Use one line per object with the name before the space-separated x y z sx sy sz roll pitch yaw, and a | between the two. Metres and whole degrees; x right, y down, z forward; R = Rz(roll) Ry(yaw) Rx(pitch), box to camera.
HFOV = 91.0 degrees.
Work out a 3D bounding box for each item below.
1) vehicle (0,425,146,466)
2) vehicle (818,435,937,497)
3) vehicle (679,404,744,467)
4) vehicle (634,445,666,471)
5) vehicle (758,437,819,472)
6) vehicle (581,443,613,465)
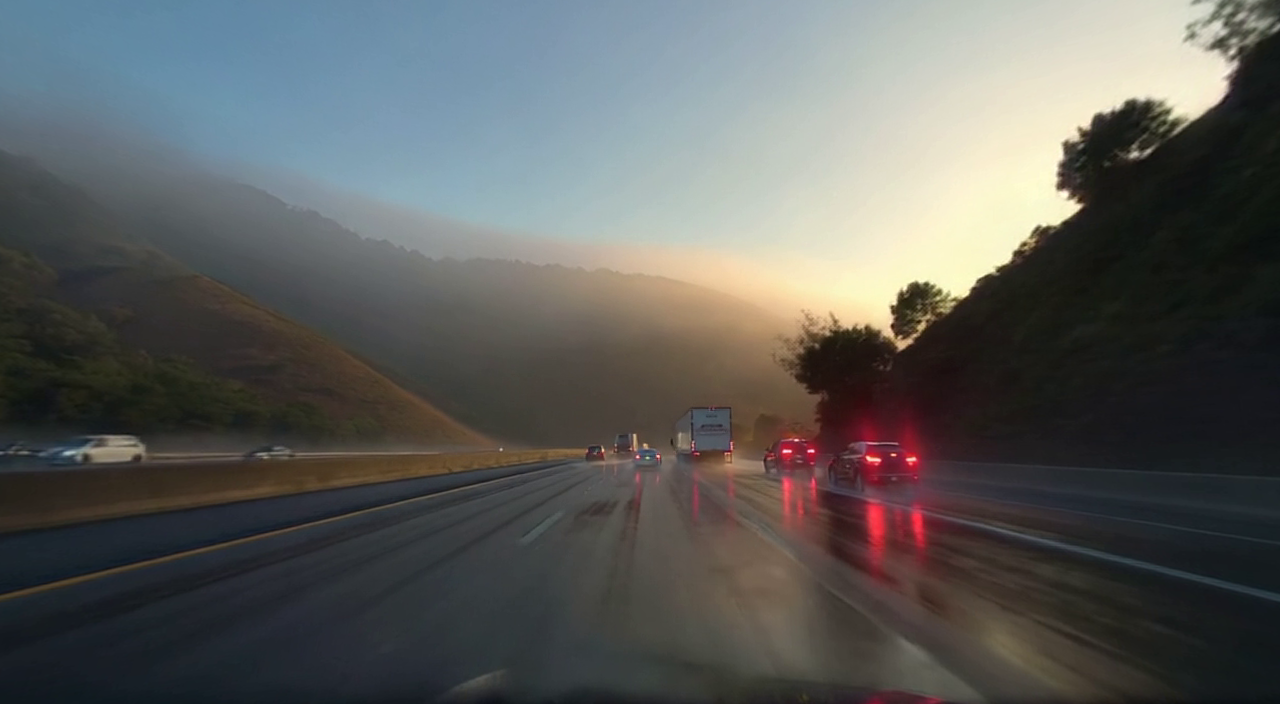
vehicle | -34.611 5.745 38.570 2.701 2.233 7.001 0 -9 3
vehicle | 7.188 3.470 19.628 2.044 1.676 4.421 0 -9 1
vehicle | 4.450 5.631 41.846 3.130 3.607 11.129 0 -9 1
vehicle | 0.578 6.409 38.359 1.866 1.492 3.932 0 -9 0
vehicle | 7.947 5.543 34.232 2.143 1.775 4.729 0 -9 0
vehicle | -3.186 7.709 47.762 2.132 1.506 4.256 0 -9 0
